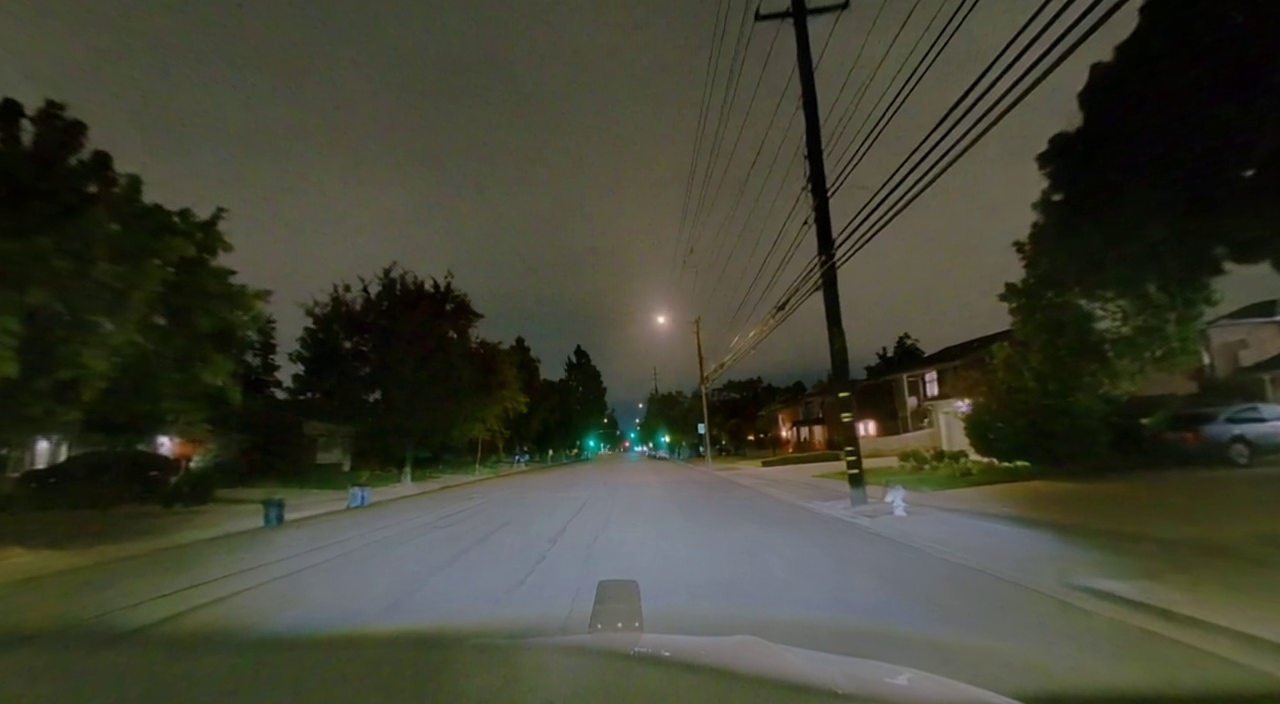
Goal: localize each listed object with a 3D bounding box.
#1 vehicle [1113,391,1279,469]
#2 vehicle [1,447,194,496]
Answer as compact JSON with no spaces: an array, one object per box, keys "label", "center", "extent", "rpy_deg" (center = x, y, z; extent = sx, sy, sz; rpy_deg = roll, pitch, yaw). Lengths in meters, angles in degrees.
[{"label":"vehicle","center":[14.628,1.929,15.446],"extent":[4.672,1.732,2.020],"rpy_deg":[1,-9,-7]},{"label":"vehicle","center":[-17.591,3.833,20.677],"extent":[4.519,1.426,1.903],"rpy_deg":[8,-12,-43]}]
